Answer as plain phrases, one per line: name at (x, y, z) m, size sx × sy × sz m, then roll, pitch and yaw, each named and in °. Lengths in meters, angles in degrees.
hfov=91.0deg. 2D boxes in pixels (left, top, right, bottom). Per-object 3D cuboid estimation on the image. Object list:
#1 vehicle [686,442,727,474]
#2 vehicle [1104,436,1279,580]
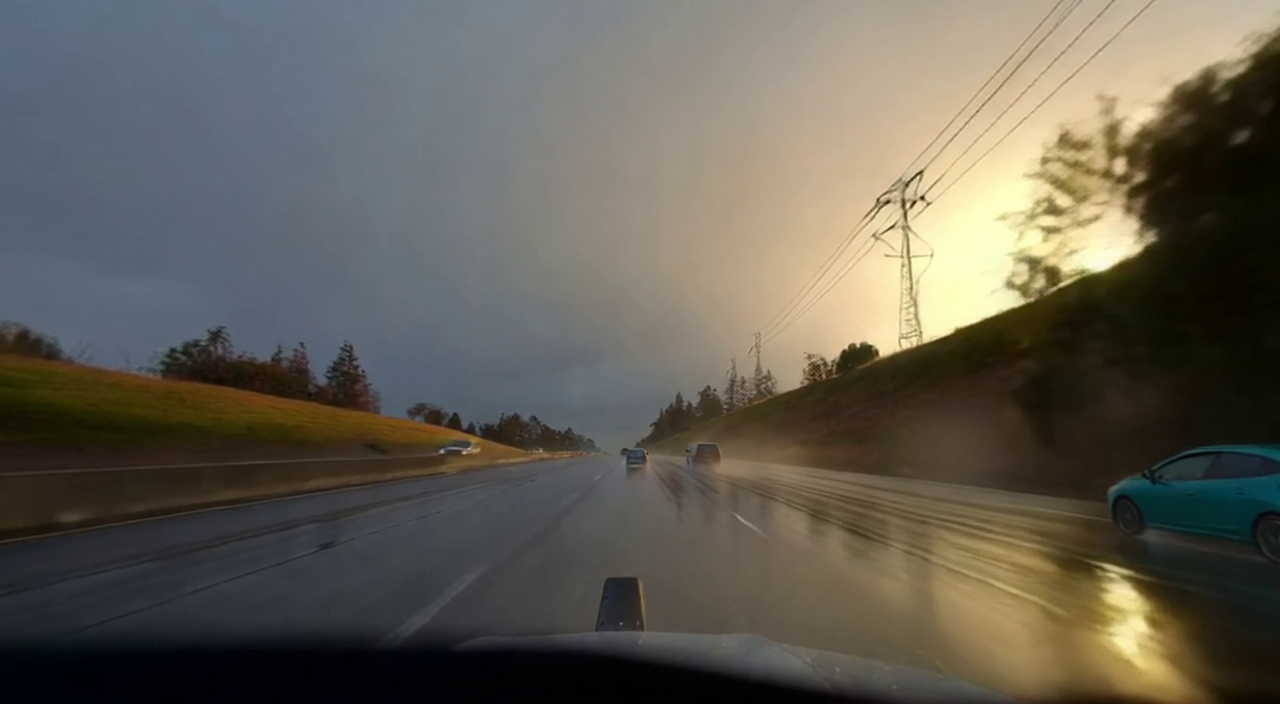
vehicle at (3.991, 6.468, 38.694) m, size 2.159 × 1.782 × 4.673 m, roll 0°, pitch -9°, yaw 2°
vehicle at (7.963, 1.724, 6.975) m, size 1.970 × 1.545 × 4.818 m, roll 0°, pitch -9°, yaw 0°
